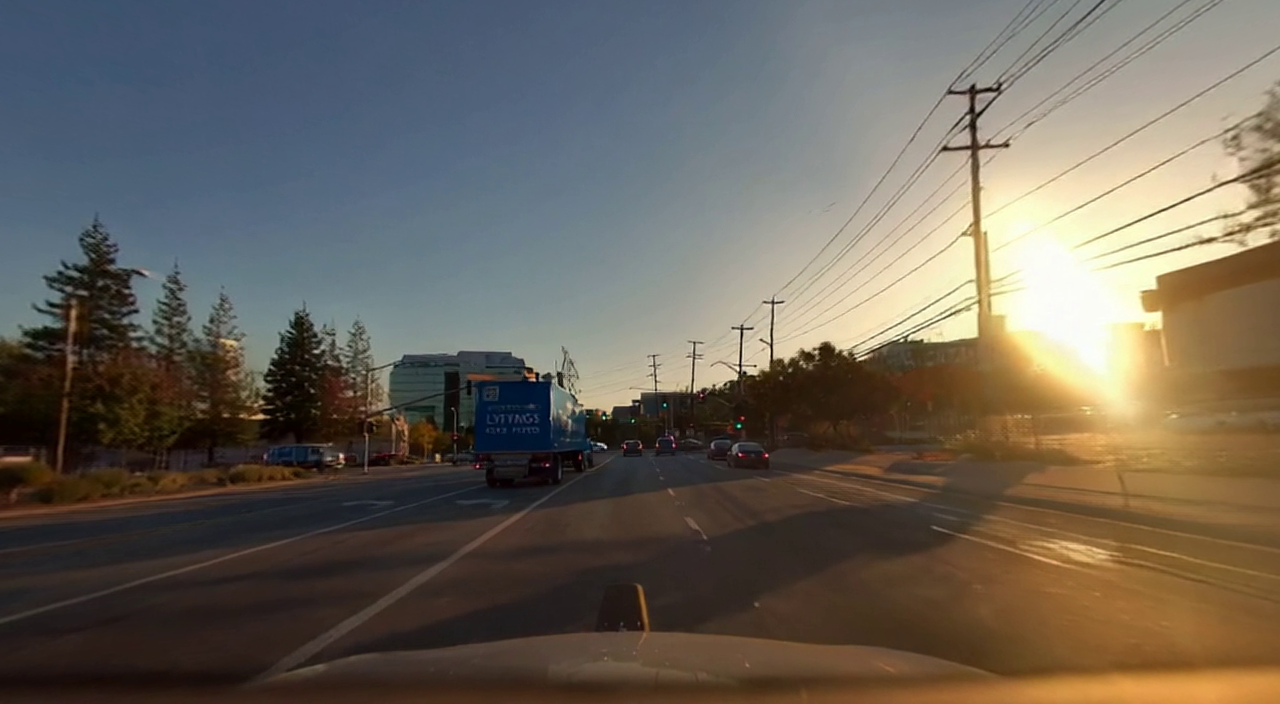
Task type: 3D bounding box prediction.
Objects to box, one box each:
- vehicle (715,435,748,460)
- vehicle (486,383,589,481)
[{"bbox_3d":[6.338,6.620,43.867,2.102,1.662,4.533,-1,-8,7],"label":"vehicle"},{"bbox_3d":[-3.845,3.365,25.923,2.889,3.347,8.285,0,-8,0],"label":"vehicle"}]
